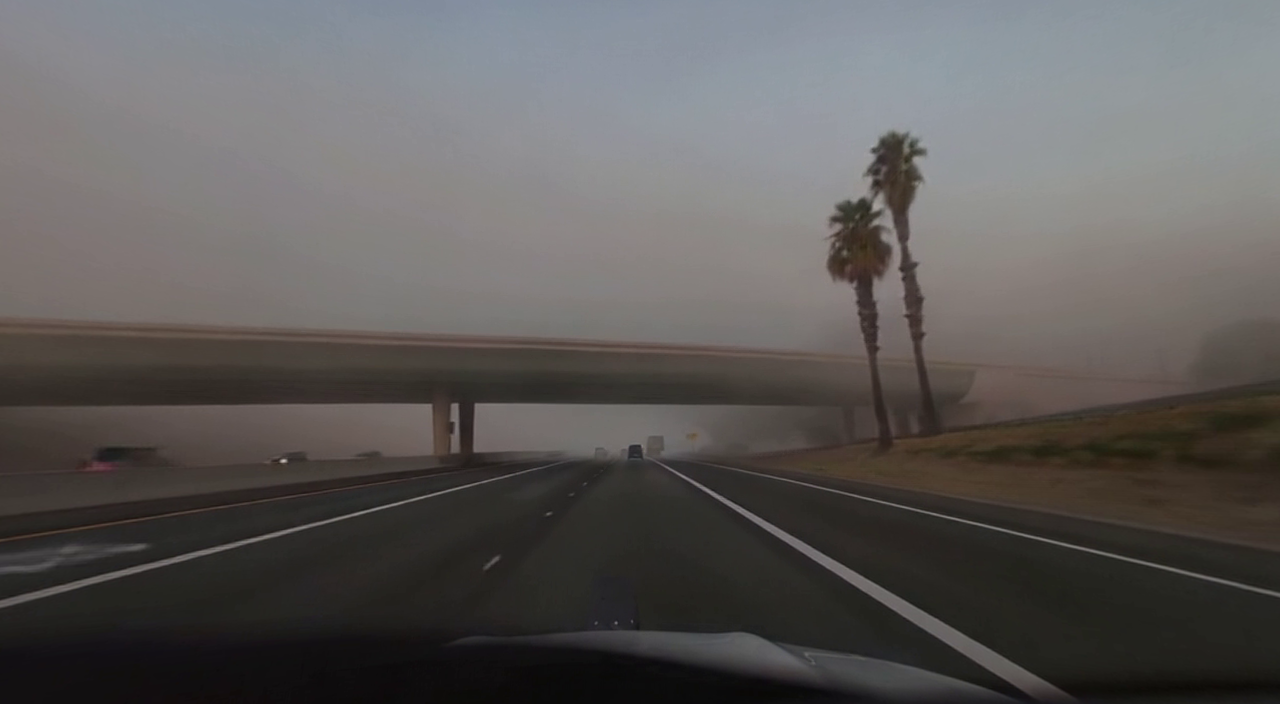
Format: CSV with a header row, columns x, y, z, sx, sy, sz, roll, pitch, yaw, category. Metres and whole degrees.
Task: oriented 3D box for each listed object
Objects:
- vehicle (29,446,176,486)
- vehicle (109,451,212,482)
x,y,z,sx,sy,sz,roll,pitch,yaw,category
-29.062,6.117,34.597,2.347,1.950,6.611,0,-8,-1,vehicle
-24.981,5.956,33.157,2.009,1.492,4.290,0,-8,0,vehicle
